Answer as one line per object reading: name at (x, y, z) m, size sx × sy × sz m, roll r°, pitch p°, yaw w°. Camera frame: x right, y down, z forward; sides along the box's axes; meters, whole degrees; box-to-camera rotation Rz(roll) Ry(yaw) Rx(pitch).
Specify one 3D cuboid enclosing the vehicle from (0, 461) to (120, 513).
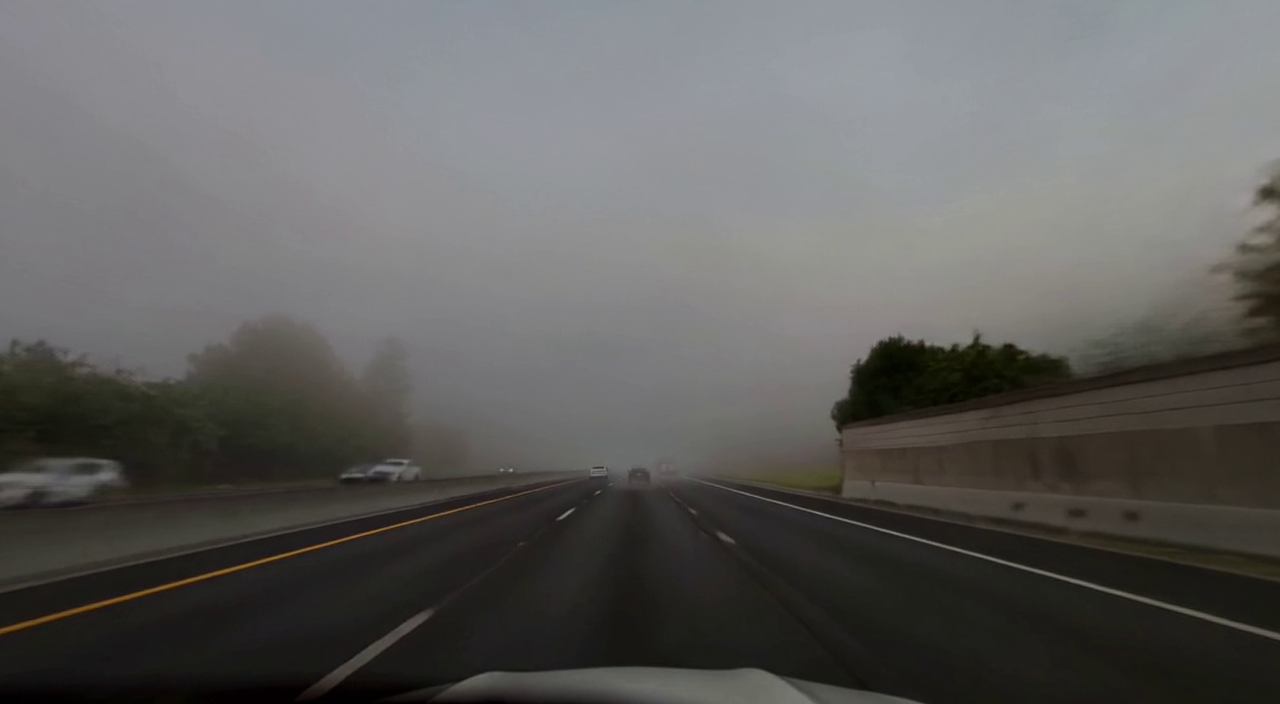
vehicle at (-19.072, 4.211, 20.011) m, size 1.716 × 1.454 × 3.893 m, roll 0°, pitch -10°, yaw 0°

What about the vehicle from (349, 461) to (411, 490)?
vehicle at (-15.648, 7.448, 38.105) m, size 1.902 × 1.607 × 4.116 m, roll 0°, pitch -10°, yaw 1°
